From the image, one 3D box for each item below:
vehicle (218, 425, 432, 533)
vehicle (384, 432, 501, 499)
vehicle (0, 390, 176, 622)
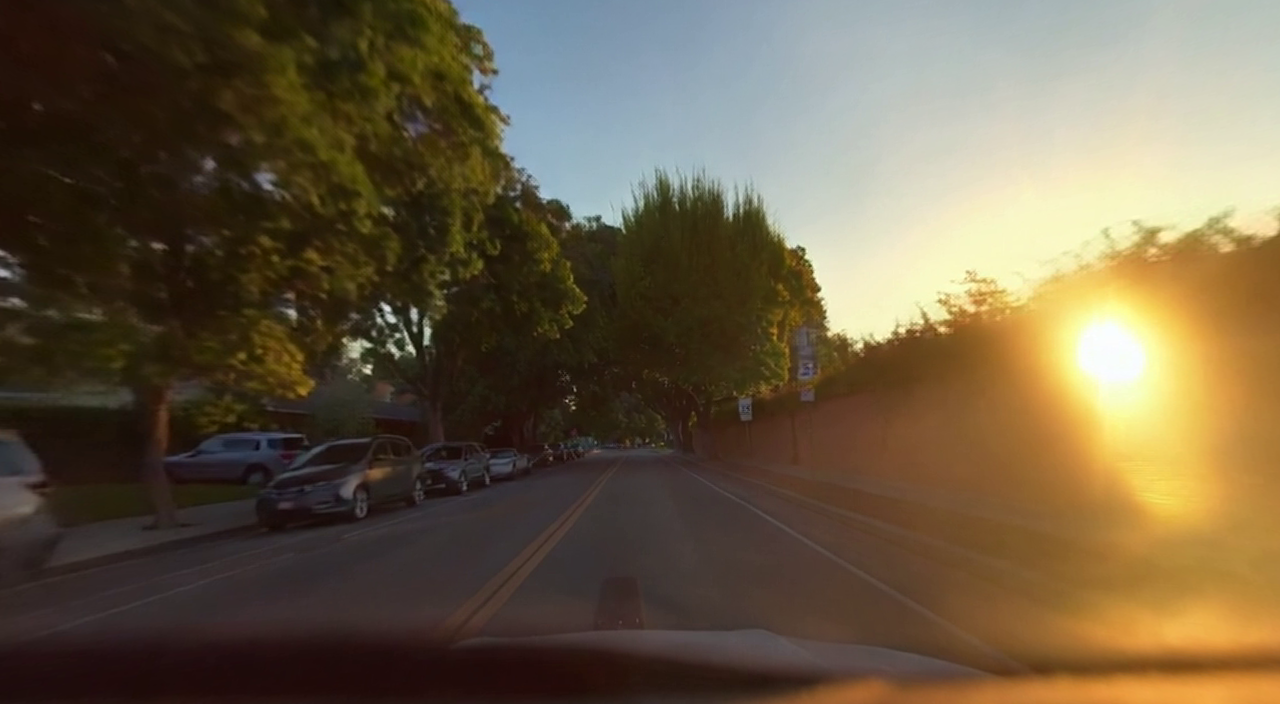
[{"bbox_3d":[-6.325,2.555,13.516,2.009,1.820,4.821,1,-8,1],"label":"vehicle"},{"bbox_3d":[-6.138,3.546,20.379,1.976,1.805,5.123,1,-8,1],"label":"vehicle"},{"bbox_3d":[-6.185,1.102,4.112,2.109,1.847,5.553,0,-8,0],"label":"vehicle"}]
